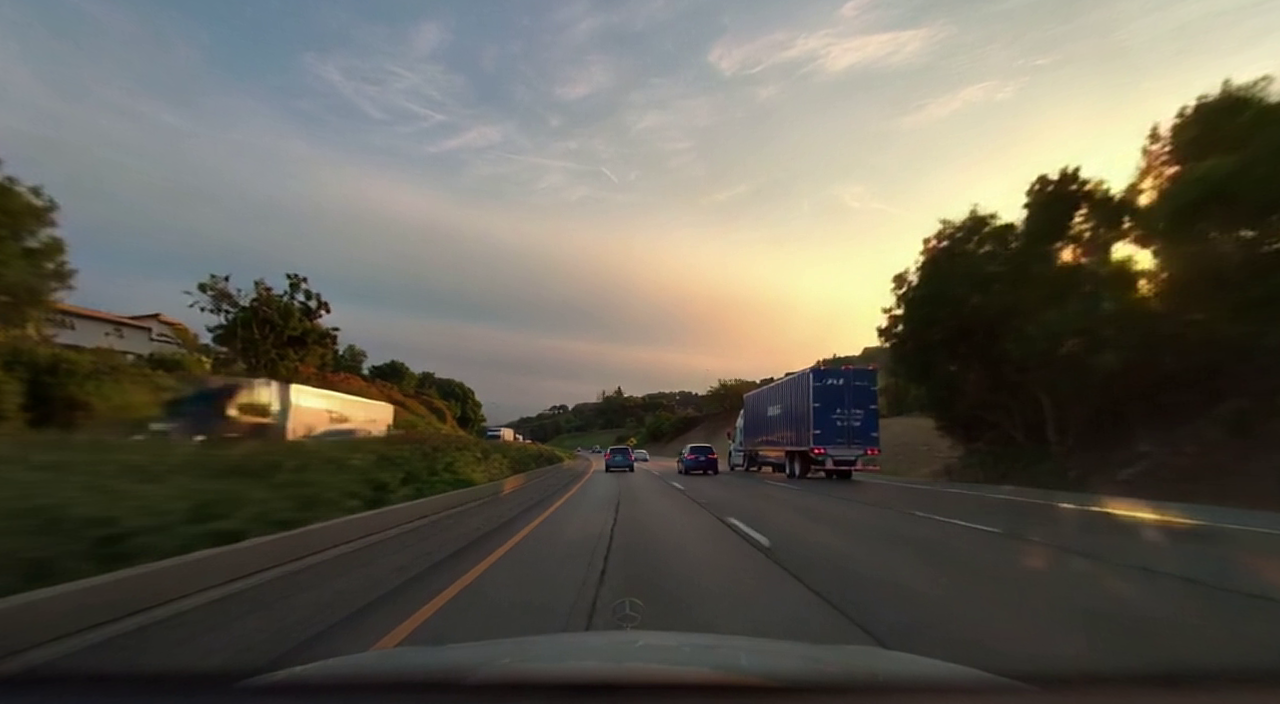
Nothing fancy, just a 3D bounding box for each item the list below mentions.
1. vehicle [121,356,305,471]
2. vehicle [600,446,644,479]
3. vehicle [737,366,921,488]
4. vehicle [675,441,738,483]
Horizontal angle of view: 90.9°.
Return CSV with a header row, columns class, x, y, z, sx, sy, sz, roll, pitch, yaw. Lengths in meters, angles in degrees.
class,x,y,z,sx,sy,sz,roll,pitch,yaw
vehicle,-16.352,2.565,24.833,2.932,3.994,6.031,0,-9,-1
vehicle,-0.913,5.507,31.651,2.050,1.534,3.771,0,-9,-2
vehicle,7.259,3.535,27.744,2.965,3.990,14.227,1,-9,-3
vehicle,2.720,4.638,26.687,2.013,1.623,3.916,0,-9,-3
